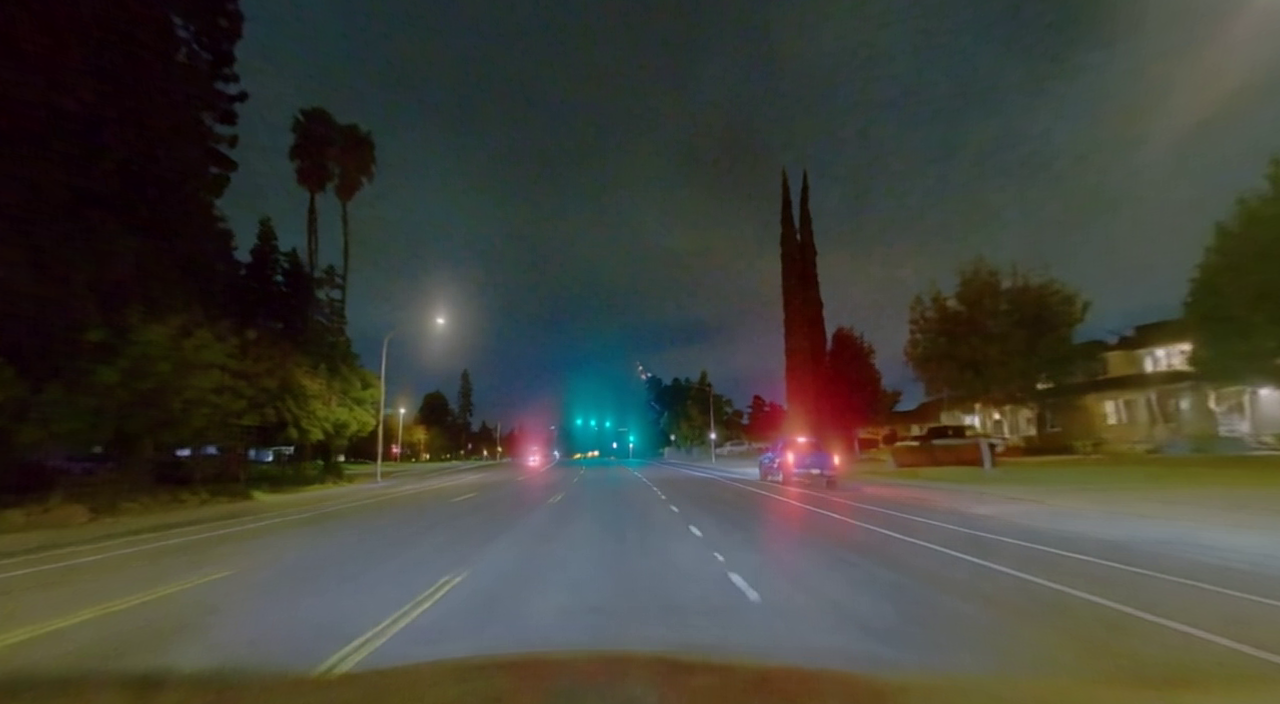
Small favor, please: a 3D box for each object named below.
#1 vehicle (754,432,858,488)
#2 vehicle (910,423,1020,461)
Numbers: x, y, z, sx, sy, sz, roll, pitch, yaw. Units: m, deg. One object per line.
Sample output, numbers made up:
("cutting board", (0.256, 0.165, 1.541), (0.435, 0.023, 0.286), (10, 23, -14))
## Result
("vehicle", (6.134, 4.069, 24.280), (2.285, 1.868, 5.575), (0, -8, -2))
("vehicle", (17.022, 4.737, 33.256), (4.623, 1.741, 1.924), (-2, -8, -2))
